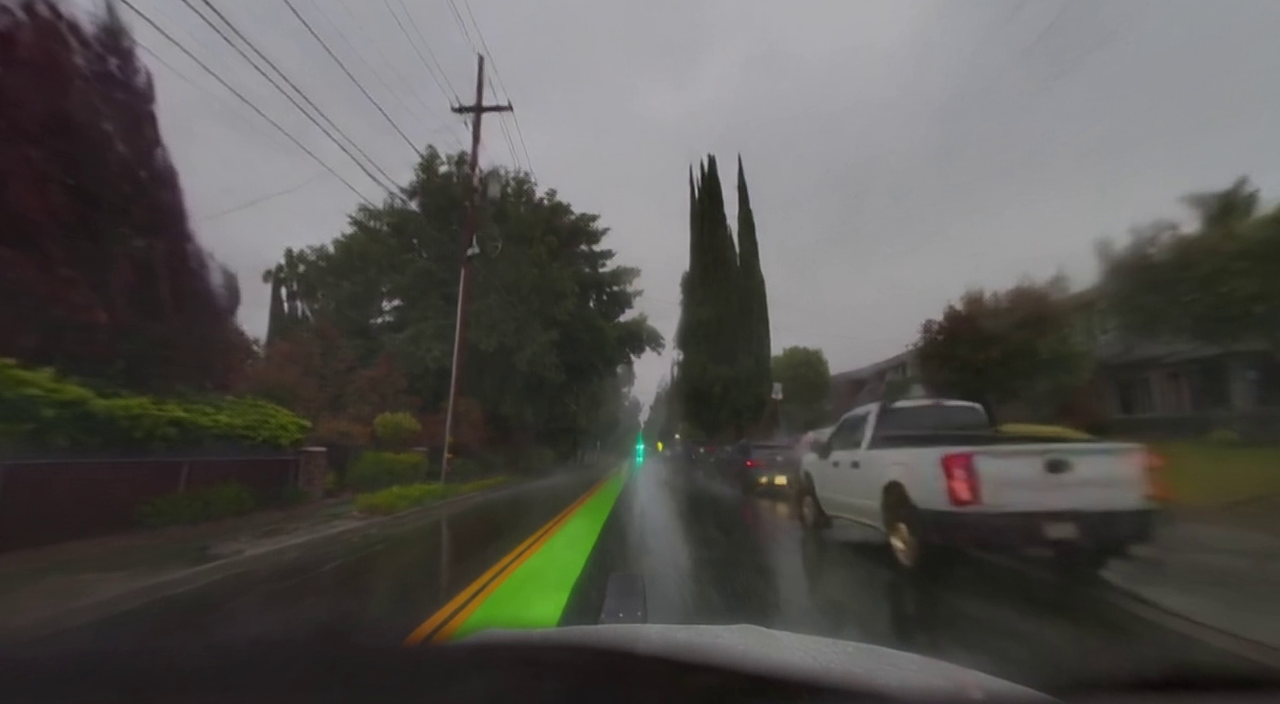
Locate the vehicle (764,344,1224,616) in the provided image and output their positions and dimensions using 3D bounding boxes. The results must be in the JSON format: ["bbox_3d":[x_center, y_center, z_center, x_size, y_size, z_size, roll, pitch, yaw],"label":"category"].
[{"bbox_3d":[3.246,1.381,7.746,2.347,2.070,5.735,0,-8,1],"label":"vehicle"}]
